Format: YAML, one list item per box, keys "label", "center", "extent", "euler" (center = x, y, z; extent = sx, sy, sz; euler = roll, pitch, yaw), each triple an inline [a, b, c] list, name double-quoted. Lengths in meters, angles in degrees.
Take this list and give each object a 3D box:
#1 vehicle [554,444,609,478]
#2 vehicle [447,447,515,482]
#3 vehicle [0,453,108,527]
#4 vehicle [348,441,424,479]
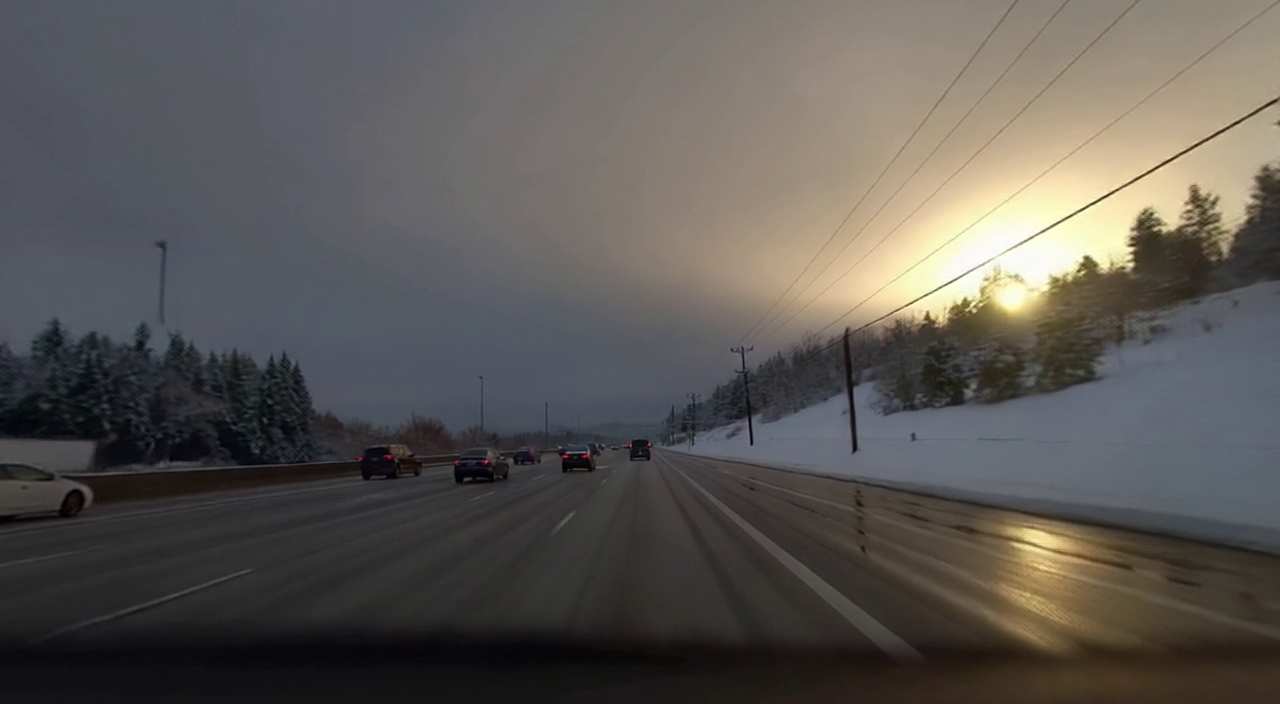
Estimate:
- label: "vehicle"
  center: [-2.631, 5.064, 29.450]
  extent: [2.064, 1.446, 4.409]
  euler: [0, -9, 1]
- label: "vehicle"
  center: [-7.088, 5.045, 28.594]
  extent: [1.899, 1.472, 4.202]
  euler: [0, -9, 1]
- label: "vehicle"
  center: [-14.107, 2.865, 13.064]
  extent: [1.885, 1.474, 4.849]
  euler: [0, -9, 1]
- label: "vehicle"
  center: [-14.336, 6.113, 35.954]
  extent: [2.172, 1.946, 5.017]
  euler: [0, -9, 1]
